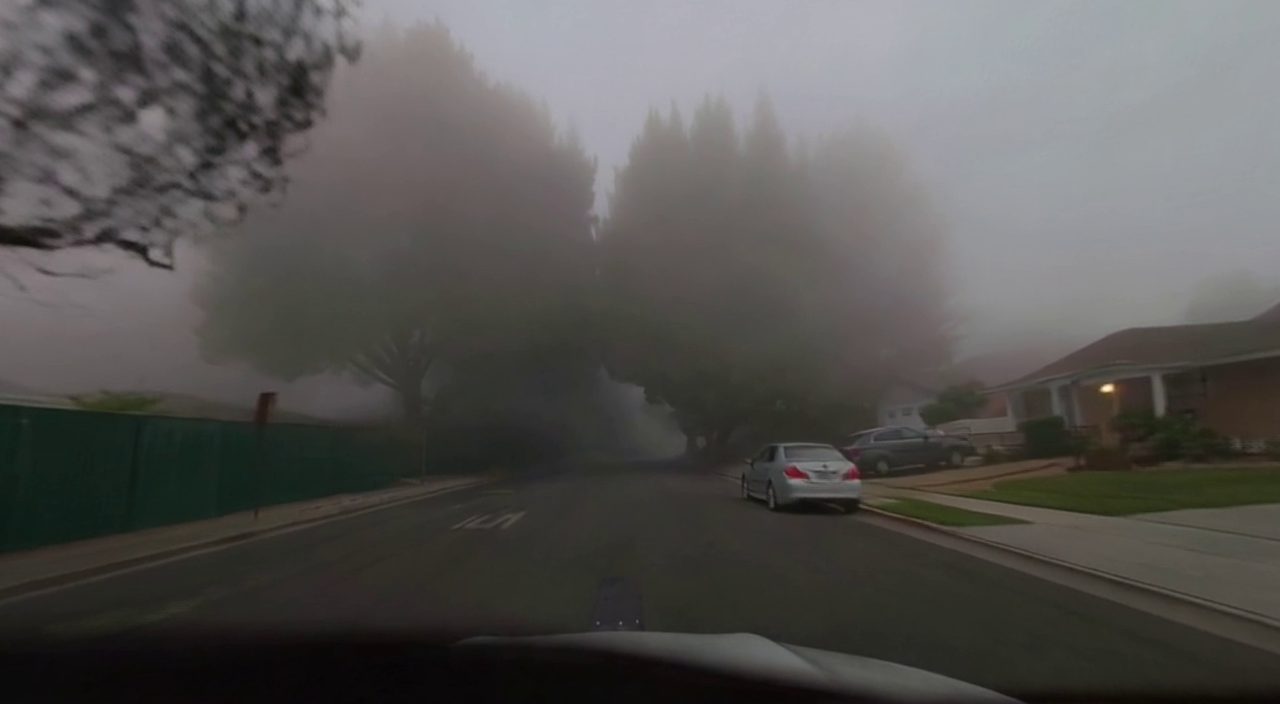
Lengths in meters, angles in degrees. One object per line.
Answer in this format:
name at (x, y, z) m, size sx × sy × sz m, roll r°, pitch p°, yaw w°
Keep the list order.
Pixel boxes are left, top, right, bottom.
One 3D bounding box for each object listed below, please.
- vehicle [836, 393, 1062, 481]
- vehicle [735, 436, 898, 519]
vehicle at (9.749, 2.761, 20.367) m, size 5.935 × 1.911 × 2.236 m, roll -7°, pitch -10°, yaw -1°
vehicle at (3.674, 2.712, 14.324) m, size 2.051 × 1.524 × 5.047 m, roll 0°, pitch -8°, yaw -2°
